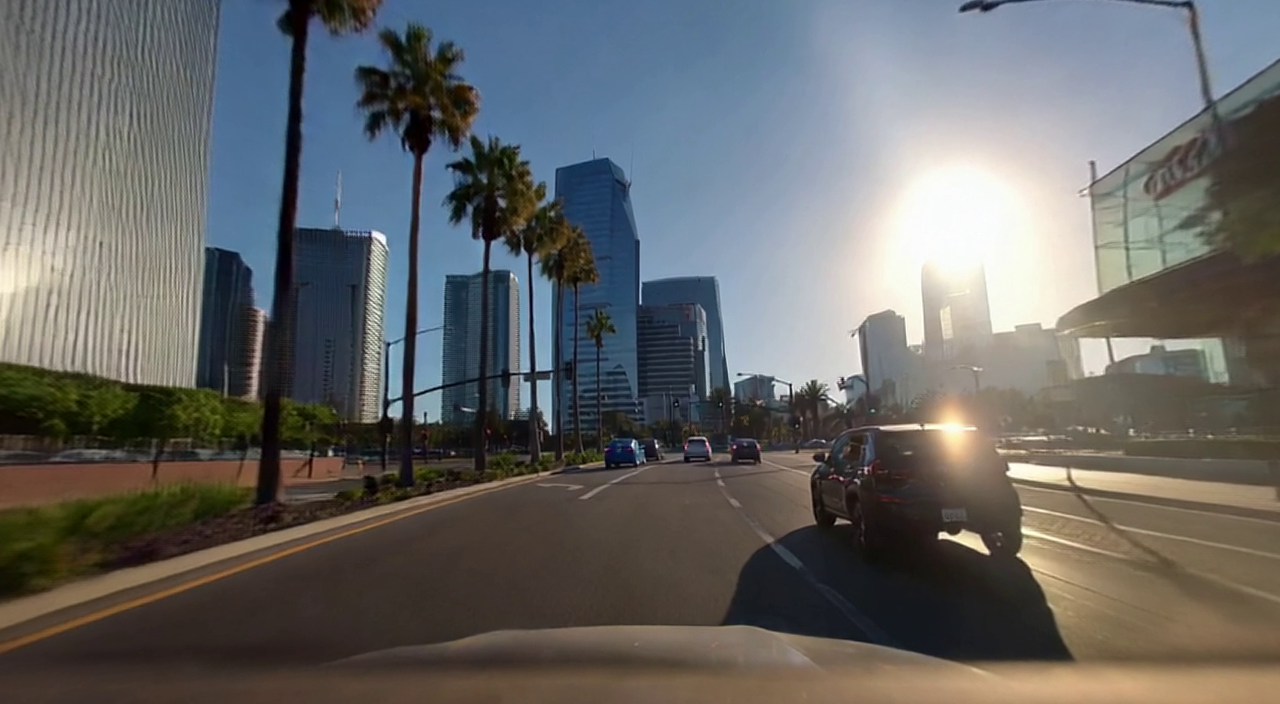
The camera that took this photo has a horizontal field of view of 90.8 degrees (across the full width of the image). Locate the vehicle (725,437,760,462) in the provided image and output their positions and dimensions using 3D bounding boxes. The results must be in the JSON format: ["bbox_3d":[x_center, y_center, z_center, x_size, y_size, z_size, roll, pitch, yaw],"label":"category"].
[{"bbox_3d":[6.712,6.410,41.658,1.936,1.567,3.896,-1,-9,5],"label":"vehicle"}]

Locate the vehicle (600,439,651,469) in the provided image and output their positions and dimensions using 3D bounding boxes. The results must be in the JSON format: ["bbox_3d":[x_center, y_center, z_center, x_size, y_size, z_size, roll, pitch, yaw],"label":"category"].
[{"bbox_3d":[-0.680,5.395,33.650,1.962,1.480,4.605,-1,-9,9],"label":"vehicle"}]

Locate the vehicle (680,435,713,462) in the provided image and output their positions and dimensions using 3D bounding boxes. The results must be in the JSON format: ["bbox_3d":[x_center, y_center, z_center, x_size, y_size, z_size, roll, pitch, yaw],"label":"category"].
[{"bbox_3d":[3.967,6.671,43.669,2.060,1.730,4.257,-1,-9,8],"label":"vehicle"}]
